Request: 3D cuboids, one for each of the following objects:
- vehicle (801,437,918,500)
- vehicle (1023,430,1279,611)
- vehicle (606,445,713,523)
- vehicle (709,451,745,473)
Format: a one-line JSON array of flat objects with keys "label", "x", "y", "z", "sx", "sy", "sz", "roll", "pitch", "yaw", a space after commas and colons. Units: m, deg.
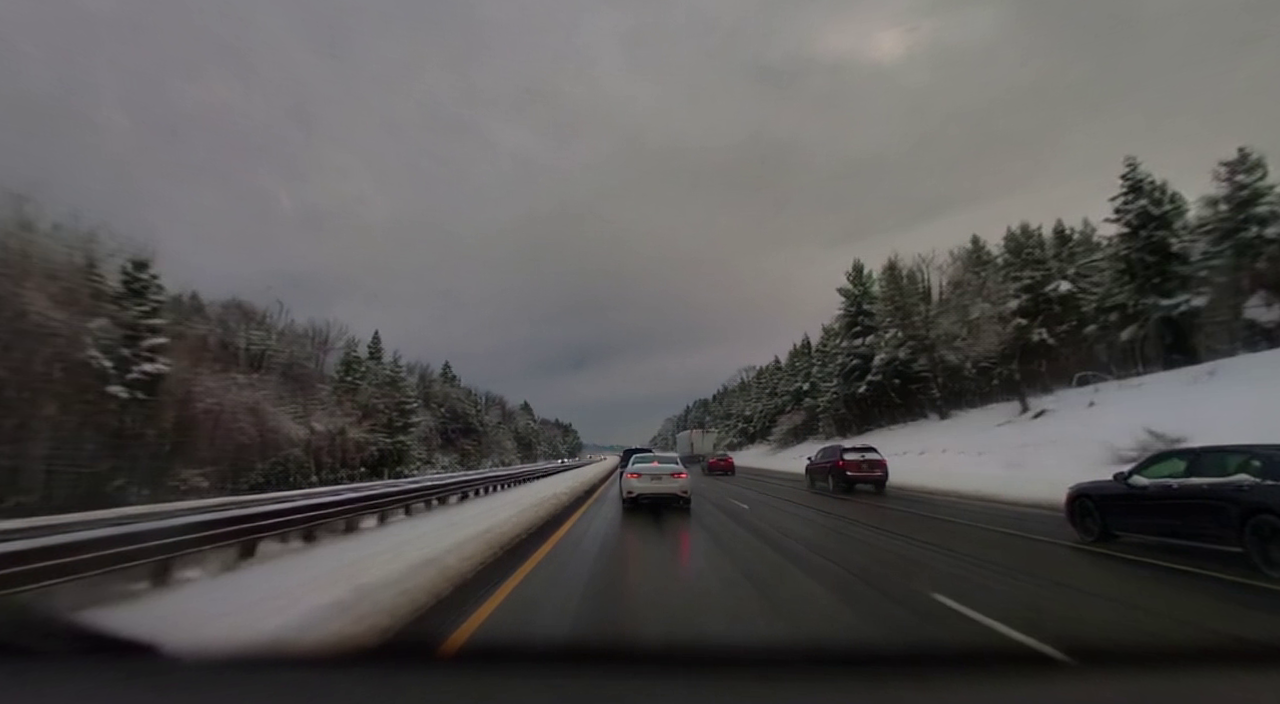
[{"label": "vehicle", "x": 6.549, "y": 3.531, "z": 19.414, "sx": 1.980, "sy": 1.702, "sz": 4.235, "roll": 0, "pitch": -9, "yaw": -1}, {"label": "vehicle", "x": 6.270, "y": 1.598, "z": 6.530, "sx": 1.965, "sy": 1.484, "sz": 4.090, "roll": 0, "pitch": -9, "yaw": 0}, {"label": "vehicle", "x": 0.369, "y": 2.871, "z": 14.183, "sx": 2.076, "sy": 1.485, "sz": 3.774, "roll": 0, "pitch": -9, "yaw": 0}, {"label": "vehicle", "x": 6.138, "y": 7.782, "z": 44.716, "sx": 1.921, "sy": 1.451, "sz": 3.841, "roll": 0, "pitch": -9, "yaw": -1}]
